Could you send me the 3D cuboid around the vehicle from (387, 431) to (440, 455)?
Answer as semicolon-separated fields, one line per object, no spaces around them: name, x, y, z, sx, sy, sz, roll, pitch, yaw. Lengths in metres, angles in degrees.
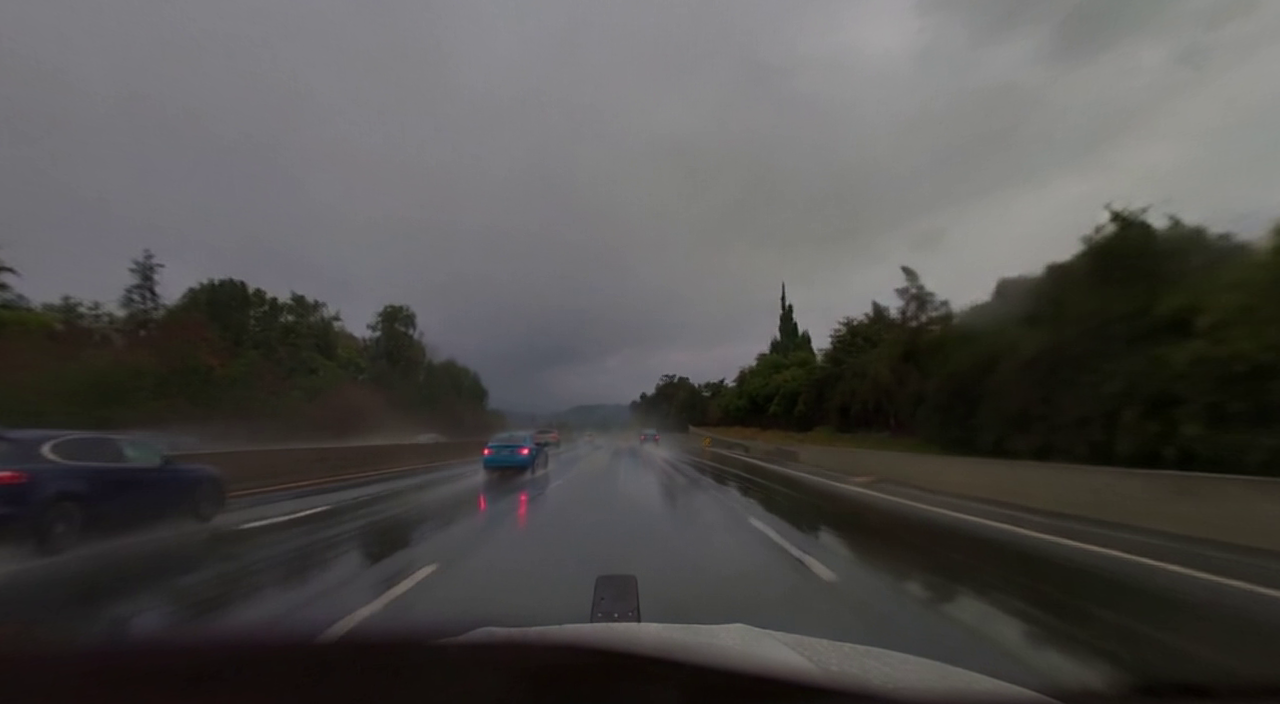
vehicle;-16.181;6.504;45.249;2.128;1.585;4.592;0;-8;-1

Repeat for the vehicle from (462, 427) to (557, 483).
vehicle;-3.853;3.109;19.448;2.026;1.517;4.325;0;-8;0

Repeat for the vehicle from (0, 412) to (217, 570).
vehicle;-7.264;1.462;6.954;1.983;1.535;4.652;0;-8;-1
